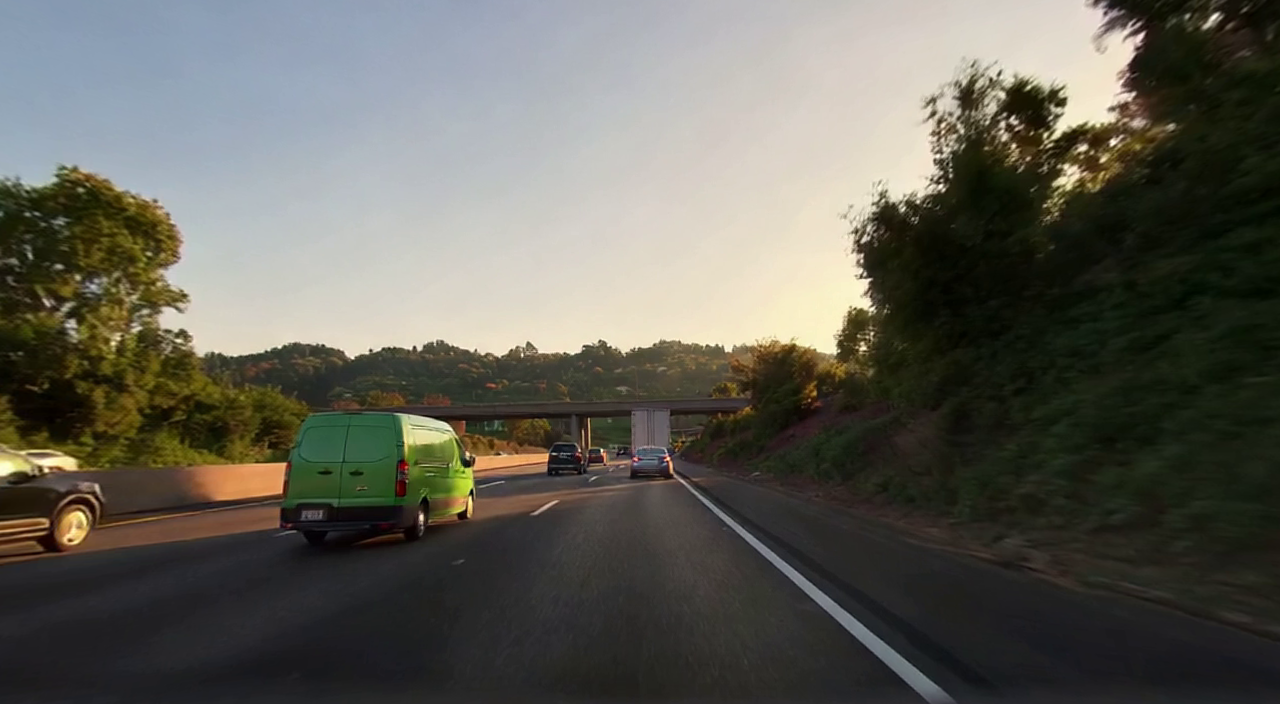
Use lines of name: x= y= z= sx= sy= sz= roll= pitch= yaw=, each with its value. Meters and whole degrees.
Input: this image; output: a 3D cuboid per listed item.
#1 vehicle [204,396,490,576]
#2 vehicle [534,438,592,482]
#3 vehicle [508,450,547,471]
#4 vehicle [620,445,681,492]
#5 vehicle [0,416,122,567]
vehicle: x=-3.577 y=1.724 z=8.699 sx=1.951 sy=1.882 sz=3.979 roll=0 pitch=-9 yaw=1
vehicle: x=-3.452 y=4.945 z=29.053 sx=2.068 sy=1.862 sz=4.234 roll=0 pitch=-9 yaw=1
vehicle: x=-7.749 y=7.512 z=43.738 sx=1.886 sy=1.414 sz=4.028 roll=0 pitch=-9 yaw=2
vehicle: x=0.333 y=4.055 z=22.236 sx=1.991 sy=1.507 sz=3.391 roll=0 pitch=-9 yaw=0
vehicle: x=-8.236 y=1.481 z=6.510 sx=2.093 sy=1.675 sz=4.233 roll=0 pitch=-9 yaw=0
